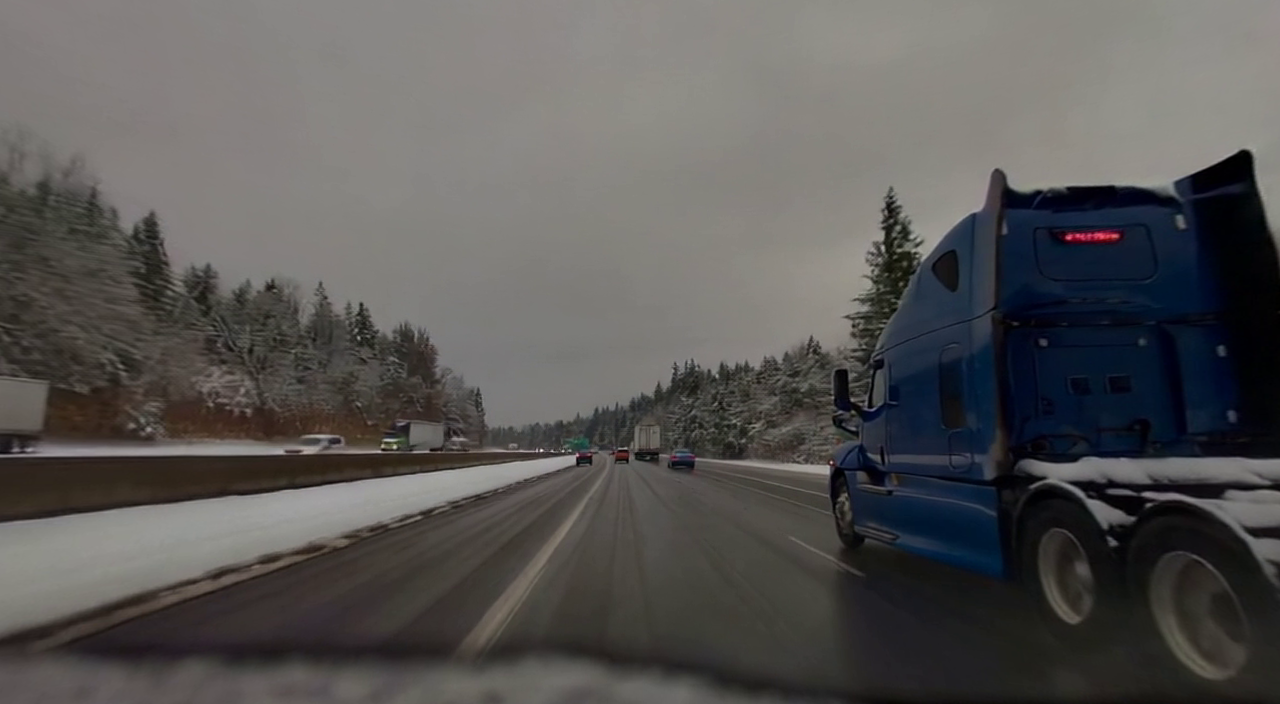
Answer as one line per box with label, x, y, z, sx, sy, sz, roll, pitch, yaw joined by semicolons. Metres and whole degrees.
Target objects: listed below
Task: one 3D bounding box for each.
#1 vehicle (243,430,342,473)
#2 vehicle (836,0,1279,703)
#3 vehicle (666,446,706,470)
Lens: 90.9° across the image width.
vehicle;-15.929;4.604;29.228;1.936;1.788;4.763;0;-9;-2
vehicle;4.069;0.165;4.995;2.981;3.964;6.019;0;-9;0
vehicle;3.275;7.684;45.843;2.246;1.583;4.813;0;-9;-3
